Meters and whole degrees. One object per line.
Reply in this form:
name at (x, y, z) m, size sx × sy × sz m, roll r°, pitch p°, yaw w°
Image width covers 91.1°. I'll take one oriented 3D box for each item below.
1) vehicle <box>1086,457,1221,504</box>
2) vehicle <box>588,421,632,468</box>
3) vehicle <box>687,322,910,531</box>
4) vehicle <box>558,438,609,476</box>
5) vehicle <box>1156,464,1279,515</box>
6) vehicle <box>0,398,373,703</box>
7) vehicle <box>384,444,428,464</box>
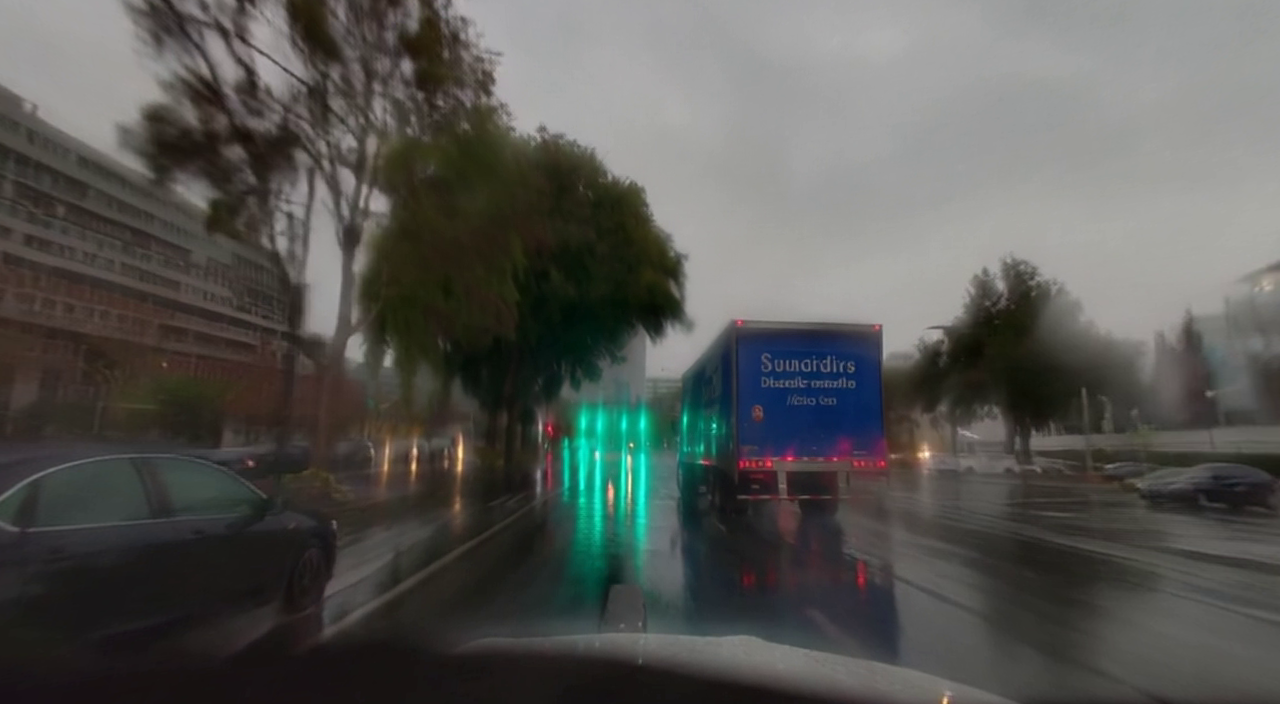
vehicle at (19.982, 4.923, 24.428) m, size 4.581 × 1.612 × 2.083 m, roll 4°, pitch -9°, yaw -24°
vehicle at (-2.380, 6.902, 46.693) m, size 2.837 × 3.142 × 7.371 m, roll 2°, pitch -9°, yaw -5°
vehicle at (3.061, 1.889, 15.235) m, size 2.905 × 3.644 × 8.441 m, roll 0°, pitch -9°, yaw -2°
vehicle at (-2.995, 5.426, 32.597) m, size 2.388 × 1.811 × 4.455 m, roll 1°, pitch -9°, yaw -8°
vehicle at (20.811, 4.723, 21.907) m, size 4.684 × 1.477 × 2.079 m, roll 3°, pitch -9°, yaw -20°
vehicle at (-3.611, 1.177, 4.072) m, size 1.828 × 1.515 × 4.422 m, roll 0°, pitch -9°, yaw 0°
vehicle at (-17.930, 7.819, 48.297) m, size 2.015 × 1.465 × 4.723 m, roll 1°, pitch -9°, yaw -5°
